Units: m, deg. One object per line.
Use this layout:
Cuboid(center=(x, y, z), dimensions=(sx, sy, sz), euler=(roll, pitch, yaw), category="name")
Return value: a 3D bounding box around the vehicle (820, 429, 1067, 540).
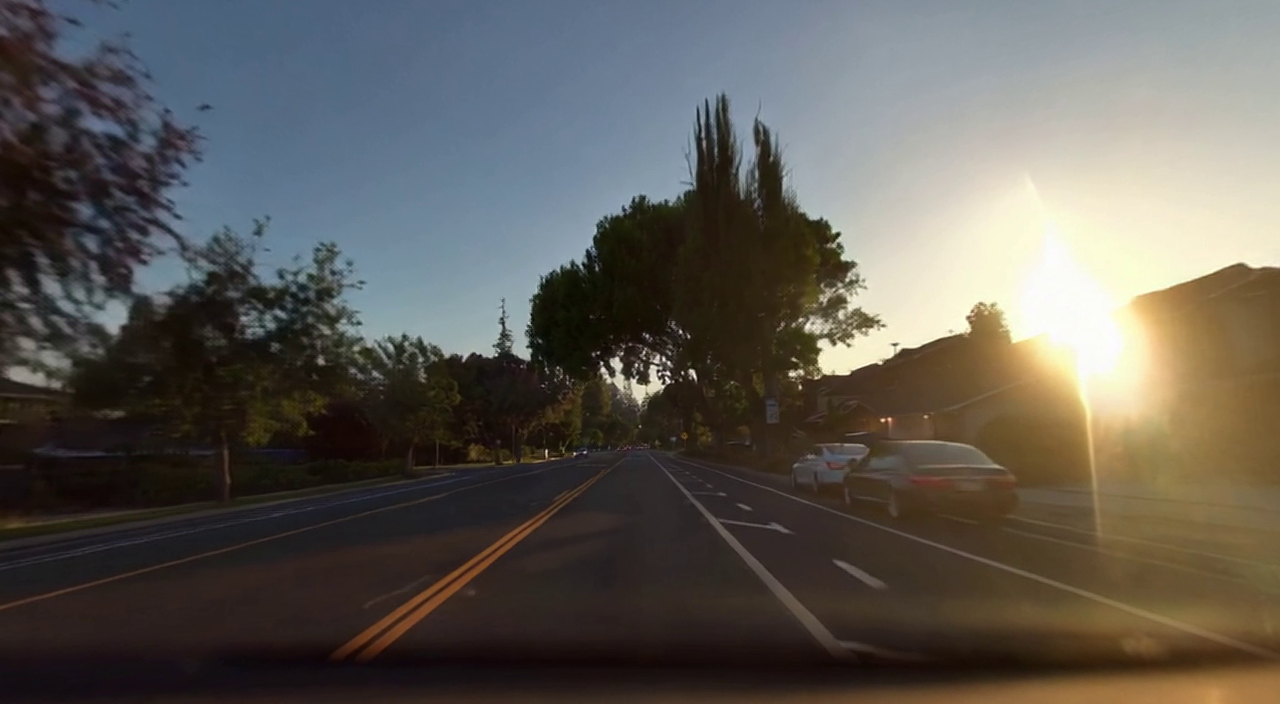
Cuboid(center=(5.012, 2.238, 11.379), dimensions=(1.995, 1.553, 4.628), euler=(0, -9, -2), category="vehicle")
